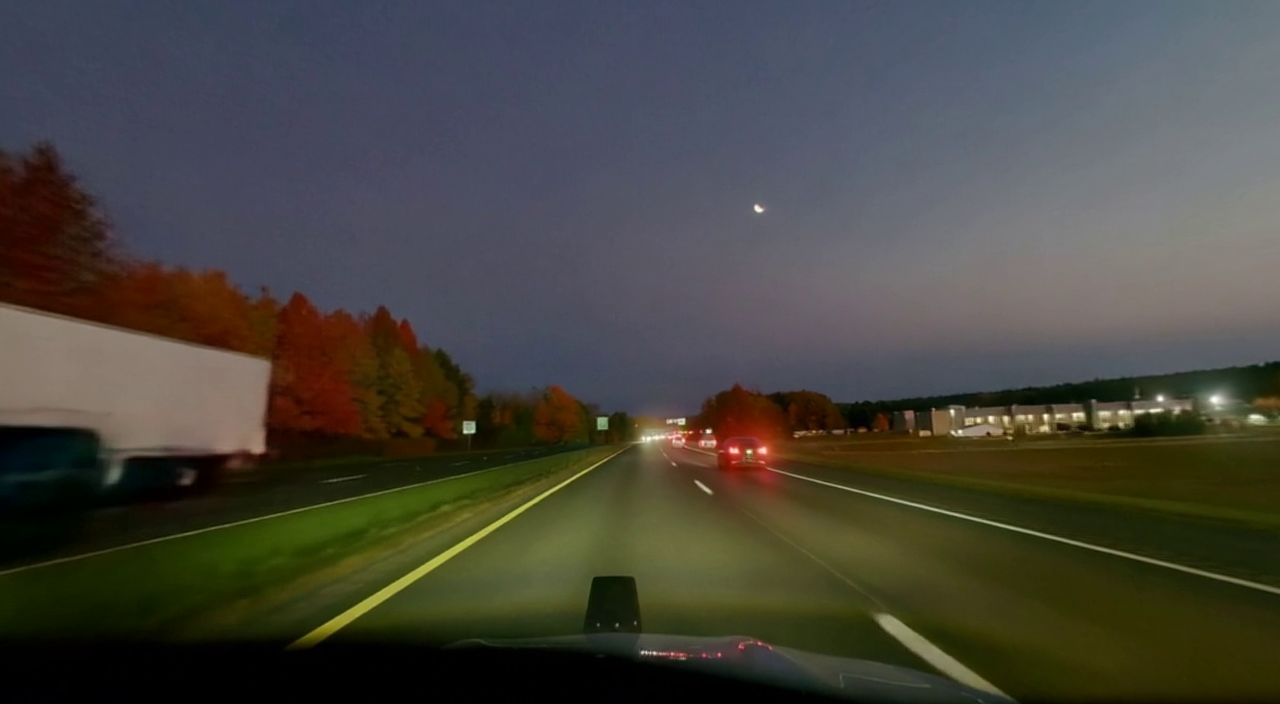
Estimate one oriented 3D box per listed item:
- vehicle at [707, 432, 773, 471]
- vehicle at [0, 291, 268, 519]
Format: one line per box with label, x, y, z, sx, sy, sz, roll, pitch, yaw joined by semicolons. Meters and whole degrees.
vehicle;4.185;4.234;26.970;2.024;1.516;4.197;0;-8;-1
vehicle;-12.981;1.103;12.344;2.930;4.068;13.664;0;-8;0
